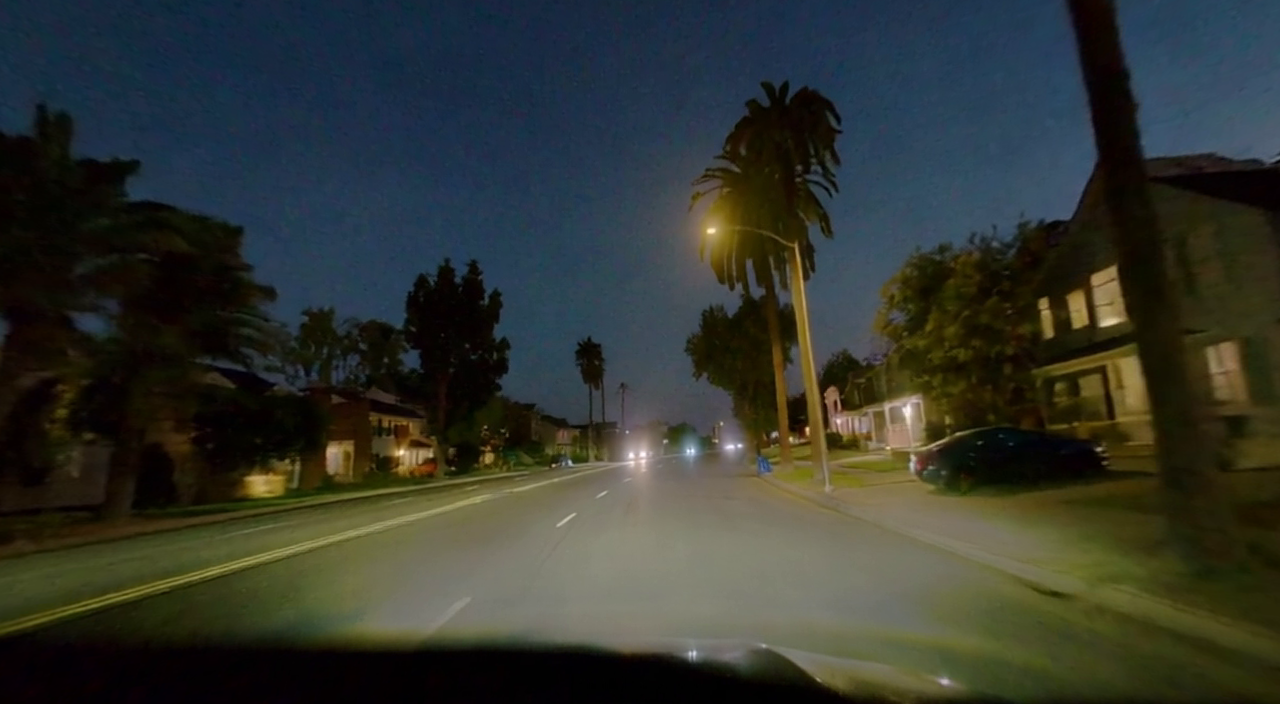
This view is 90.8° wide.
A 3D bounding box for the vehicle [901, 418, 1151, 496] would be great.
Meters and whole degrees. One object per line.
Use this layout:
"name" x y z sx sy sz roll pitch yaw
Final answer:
"vehicle" 9.060 2.505 15.174 4.646 1.687 1.975 -1 -8 0
